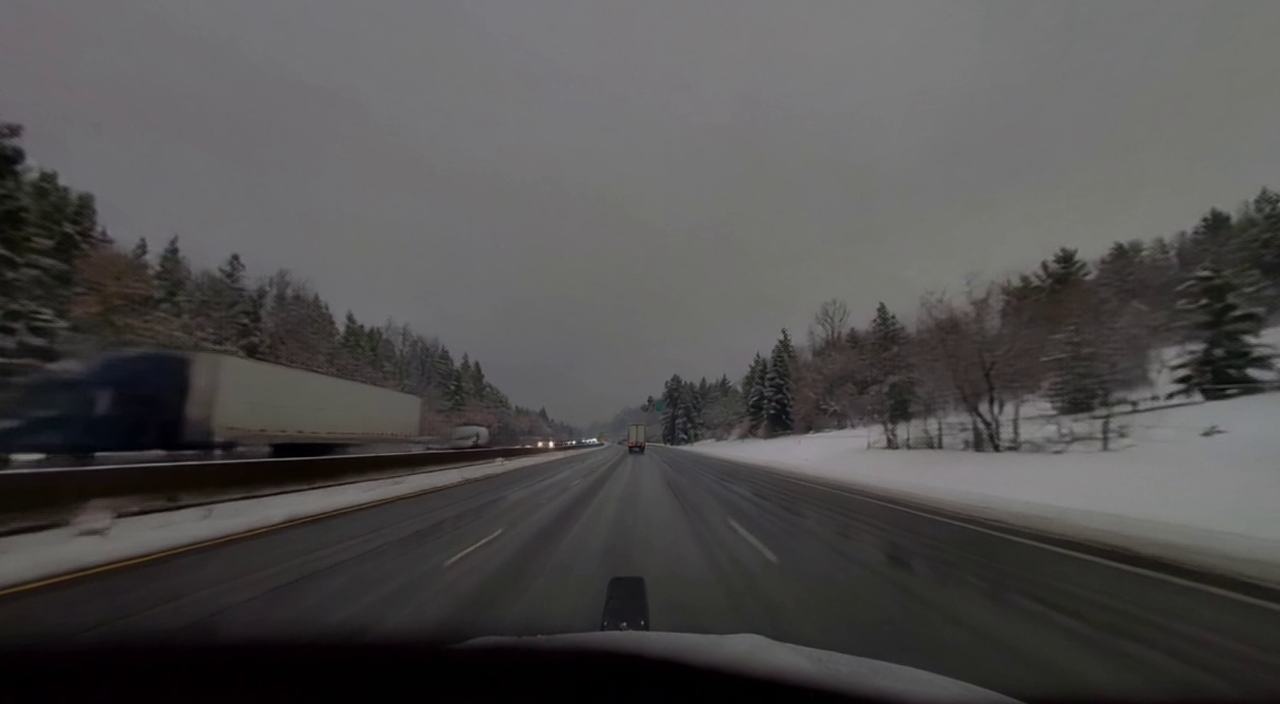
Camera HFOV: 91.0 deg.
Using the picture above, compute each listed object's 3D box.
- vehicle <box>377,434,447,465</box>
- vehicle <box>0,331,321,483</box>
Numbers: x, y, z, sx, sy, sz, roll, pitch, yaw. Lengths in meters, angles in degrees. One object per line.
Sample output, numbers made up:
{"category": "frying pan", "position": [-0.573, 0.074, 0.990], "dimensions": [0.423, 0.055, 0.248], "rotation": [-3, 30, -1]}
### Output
{"category": "vehicle", "position": [-11.669, 5.012, 32.504], "dimensions": [1.933, 1.497, 4.435], "rotation": [0, -8, 0]}
{"category": "vehicle", "position": [-15.534, 2.188, 22.018], "dimensions": [3.051, 4.038, 10.652], "rotation": [0, -8, 0]}
